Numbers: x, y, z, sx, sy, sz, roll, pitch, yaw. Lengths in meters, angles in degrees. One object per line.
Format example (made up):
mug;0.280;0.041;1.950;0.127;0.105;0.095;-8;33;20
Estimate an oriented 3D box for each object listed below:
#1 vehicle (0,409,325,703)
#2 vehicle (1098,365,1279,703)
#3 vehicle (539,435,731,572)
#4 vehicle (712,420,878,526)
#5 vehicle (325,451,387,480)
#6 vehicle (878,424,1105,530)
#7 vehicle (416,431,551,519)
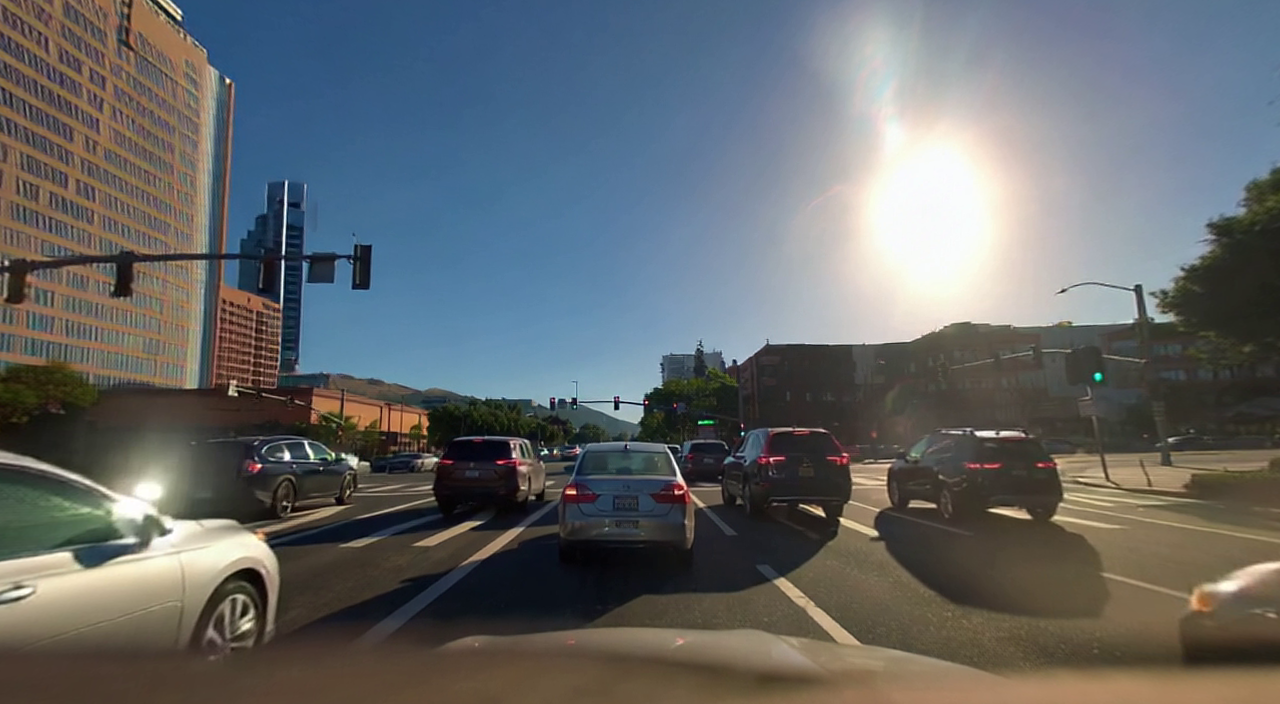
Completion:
vehicle;-3.201;0.926;2.074;2.045;1.463;4.490;0;-8;-1
vehicle;3.062;0.571;0.273;1.996;1.566;4.917;0;-8;-1
vehicle;-0.106;1.952;8.948;2.098;1.461;3.958;0;-8;-2
vehicle;2.895;2.381;13.002;2.138;1.778;4.422;0;-8;-2
vehicle;-18.264;7.284;40.853;1.933;1.677;4.508;0;-8;0
vehicle;6.494;2.335;12.367;1.945;1.706;4.190;0;-8;-1
vehicle;-3.380;2.743;14.608;2.033;1.714;4.278;0;-8;0
